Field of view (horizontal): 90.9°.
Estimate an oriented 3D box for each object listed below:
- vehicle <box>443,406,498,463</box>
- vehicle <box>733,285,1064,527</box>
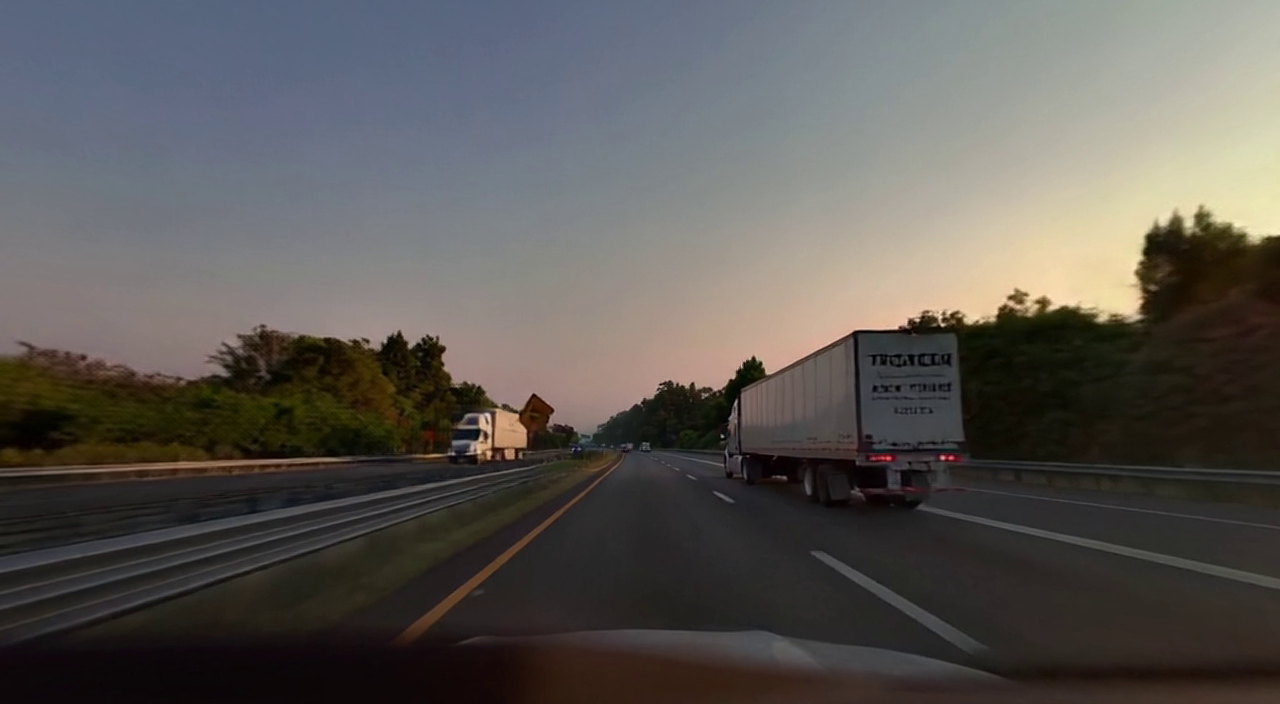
[{"bbox_3d":[-12.802,6.275,47.847,3.266,4.192,2.746,0,-9,-1],"label":"vehicle"},{"bbox_3d":[5.300,1.947,17.673,2.983,4.030,14.444,0,-9,-1],"label":"vehicle"}]
